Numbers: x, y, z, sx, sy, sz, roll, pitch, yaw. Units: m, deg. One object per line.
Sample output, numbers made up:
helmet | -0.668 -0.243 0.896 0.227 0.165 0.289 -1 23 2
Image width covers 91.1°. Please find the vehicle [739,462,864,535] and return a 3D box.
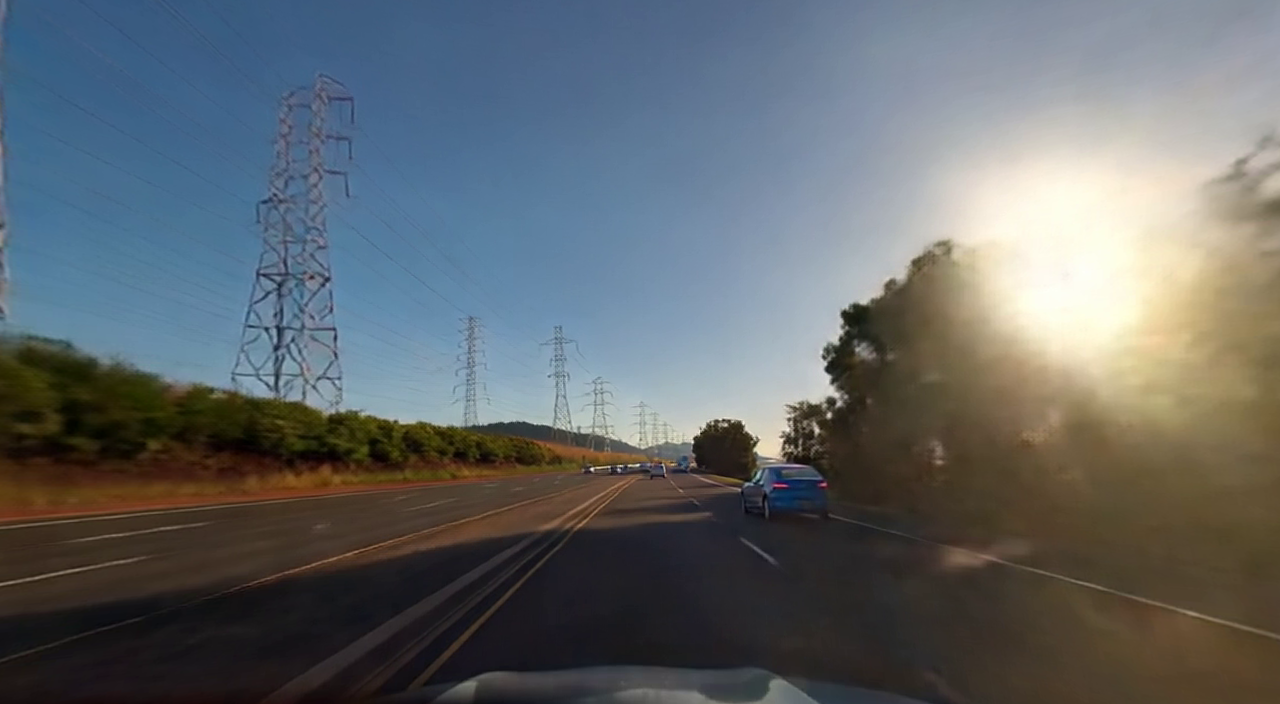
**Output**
vehicle | 3.766 3.499 15.445 1.985 1.521 3.904 1 -10 -1
